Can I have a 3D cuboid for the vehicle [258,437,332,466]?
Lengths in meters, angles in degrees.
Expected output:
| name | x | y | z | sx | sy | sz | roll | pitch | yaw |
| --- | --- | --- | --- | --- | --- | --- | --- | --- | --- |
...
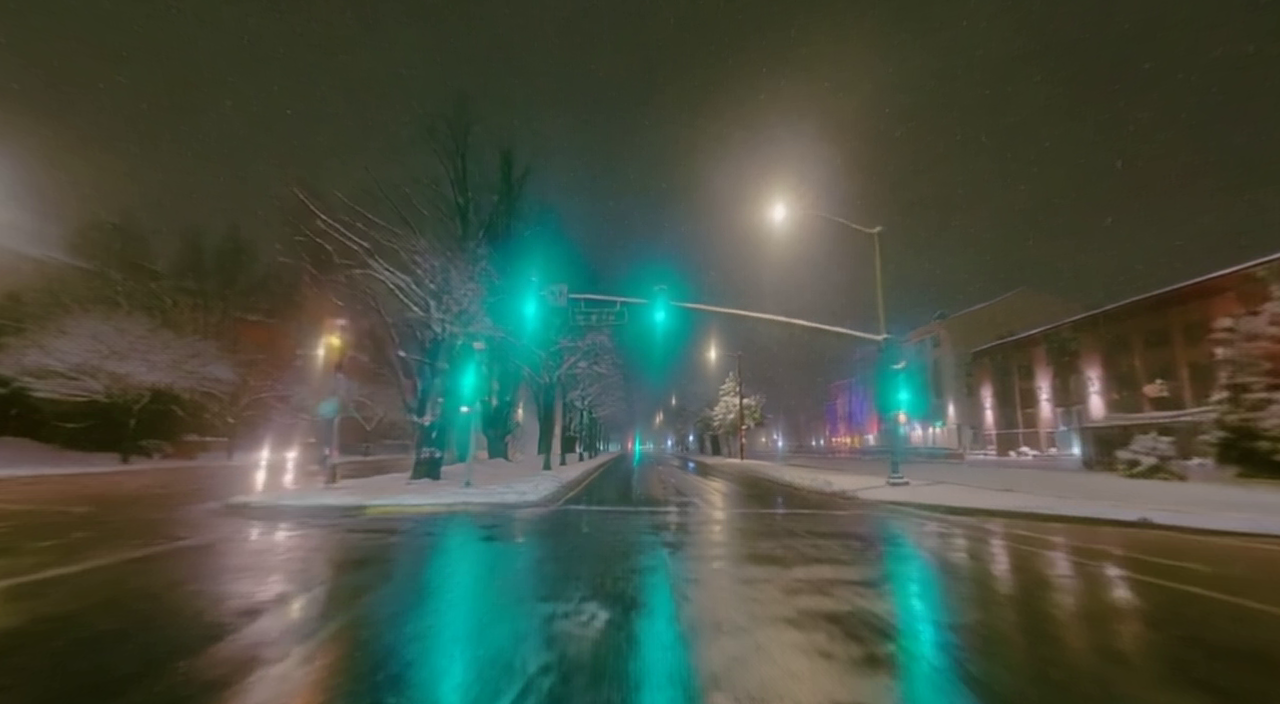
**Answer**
| name | x | y | z | sx | sy | sz | roll | pitch | yaw |
| --- | --- | --- | --- | --- | --- | --- | --- | --- | --- |
| vehicle | -21.581 | 6.279 | 39.620 | 2.016 | 1.705 | 4.547 | 1 | -9 | 0 |
